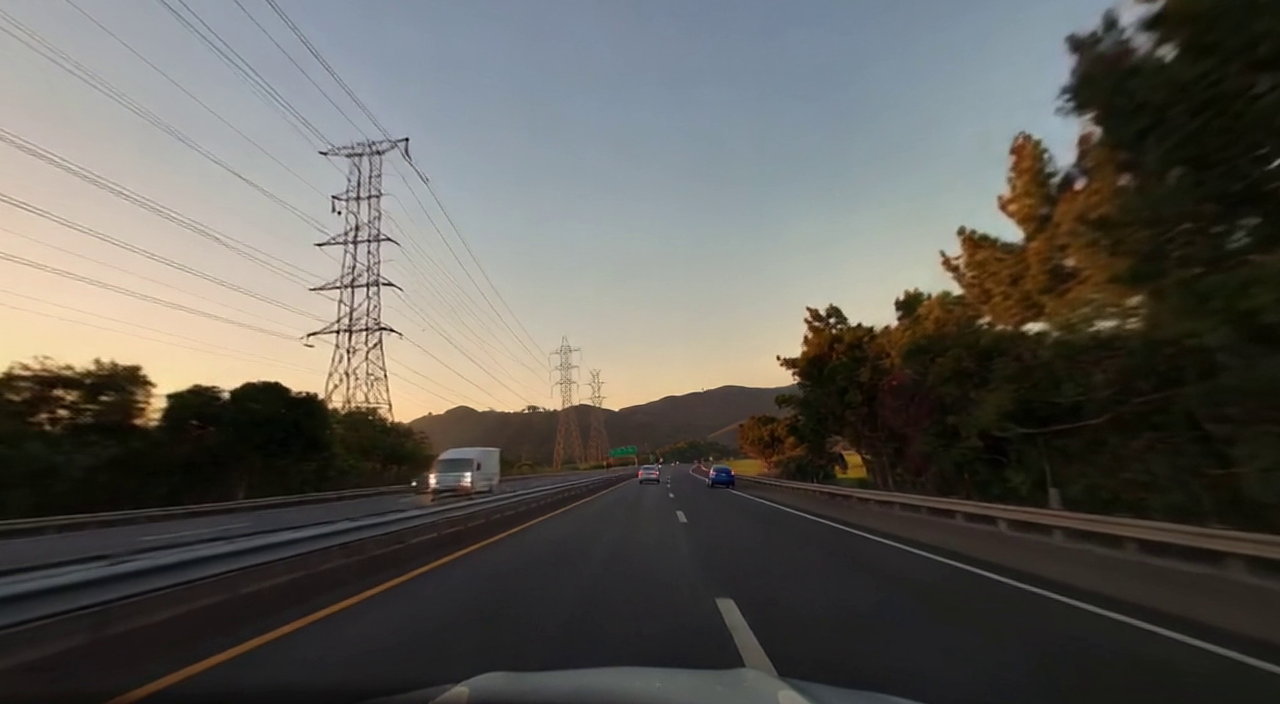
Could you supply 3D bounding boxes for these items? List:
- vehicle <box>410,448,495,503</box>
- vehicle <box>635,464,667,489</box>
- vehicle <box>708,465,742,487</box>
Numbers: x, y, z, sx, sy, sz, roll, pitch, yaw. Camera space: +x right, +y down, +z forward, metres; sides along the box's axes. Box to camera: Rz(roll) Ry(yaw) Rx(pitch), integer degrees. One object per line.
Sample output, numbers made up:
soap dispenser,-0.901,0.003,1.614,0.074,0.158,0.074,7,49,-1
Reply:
vehicle,-10.607,7.108,36.328,2.485,2.813,6.798,0,-10,3
vehicle,0.721,8.458,42.846,2.038,1.596,4.246,1,-11,1
vehicle,6.354,9.331,47.253,1.985,1.521,3.904,1,-10,0
